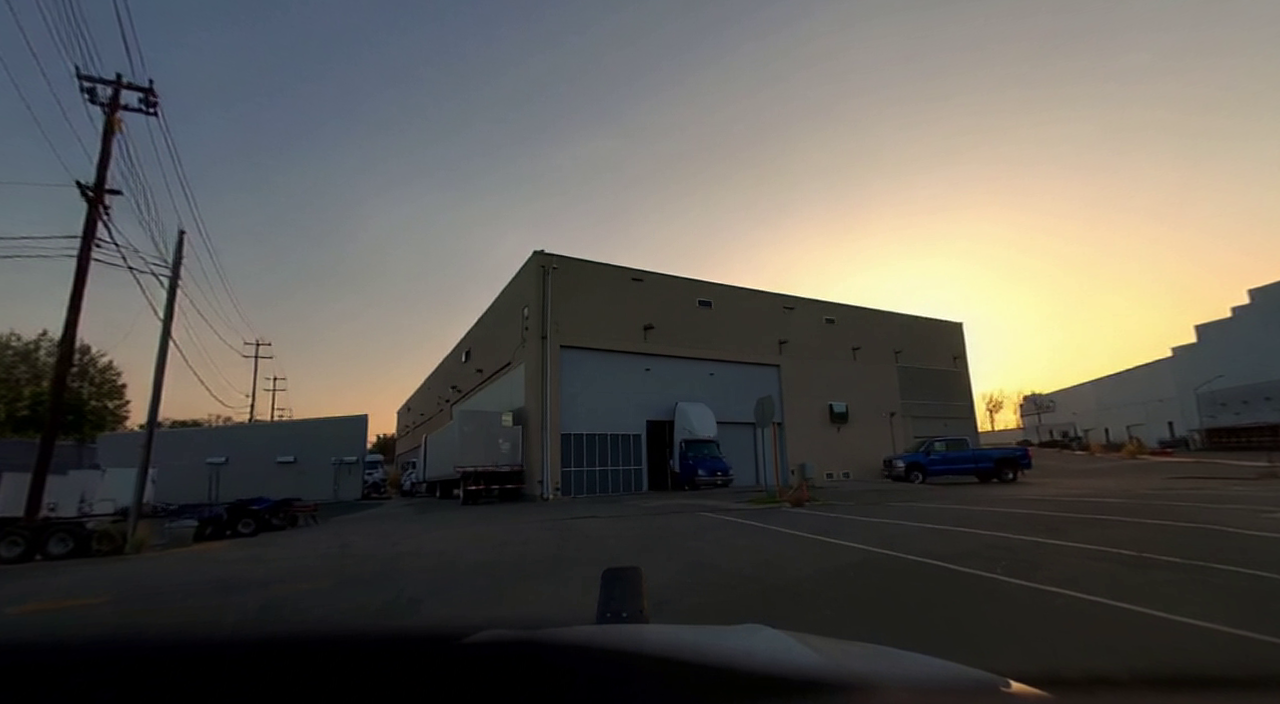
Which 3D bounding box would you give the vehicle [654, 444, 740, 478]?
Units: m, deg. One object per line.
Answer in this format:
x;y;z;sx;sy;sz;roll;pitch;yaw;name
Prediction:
3.641;7.015;40.847;5.207;2.103;1.997;1;-8;-6;vehicle

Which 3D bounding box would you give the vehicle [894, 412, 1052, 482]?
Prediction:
16.533;4.801;31.638;6.271;3.004;2.298;-4;-11;3;vehicle
